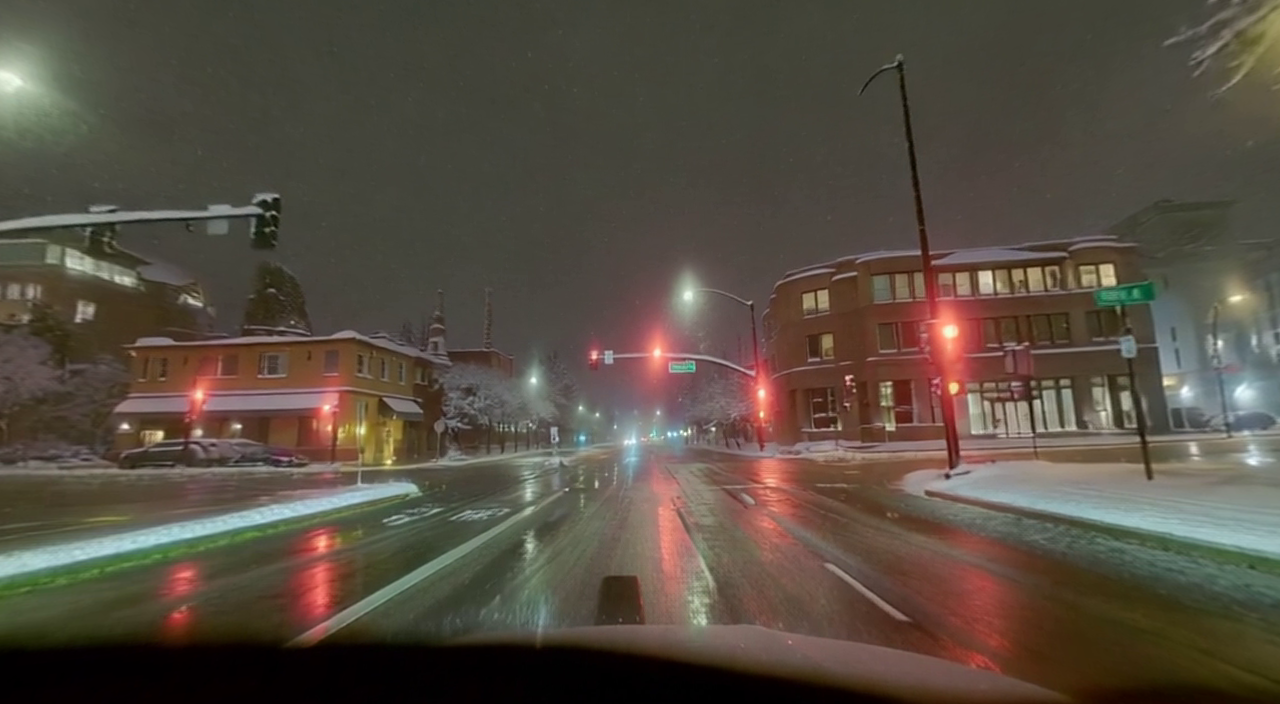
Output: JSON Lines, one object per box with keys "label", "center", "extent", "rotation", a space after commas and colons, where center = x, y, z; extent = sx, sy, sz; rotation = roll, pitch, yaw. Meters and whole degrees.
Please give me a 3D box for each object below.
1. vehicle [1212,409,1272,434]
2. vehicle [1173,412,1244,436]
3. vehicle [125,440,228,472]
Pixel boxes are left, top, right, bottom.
{"label": "vehicle", "center": [44.945, 5.222, 47.005], "extent": [4.339, 1.675, 1.812], "rotation": [5, -10, -28]}
{"label": "vehicle", "center": [39.810, 5.066, 44.082], "extent": [4.189, 1.561, 1.947], "rotation": [4, -9, -23]}
{"label": "vehicle", "center": [-27.984, 6.255, 38.131], "extent": [4.603, 1.666, 1.972], "rotation": [-2, -7, -5]}
